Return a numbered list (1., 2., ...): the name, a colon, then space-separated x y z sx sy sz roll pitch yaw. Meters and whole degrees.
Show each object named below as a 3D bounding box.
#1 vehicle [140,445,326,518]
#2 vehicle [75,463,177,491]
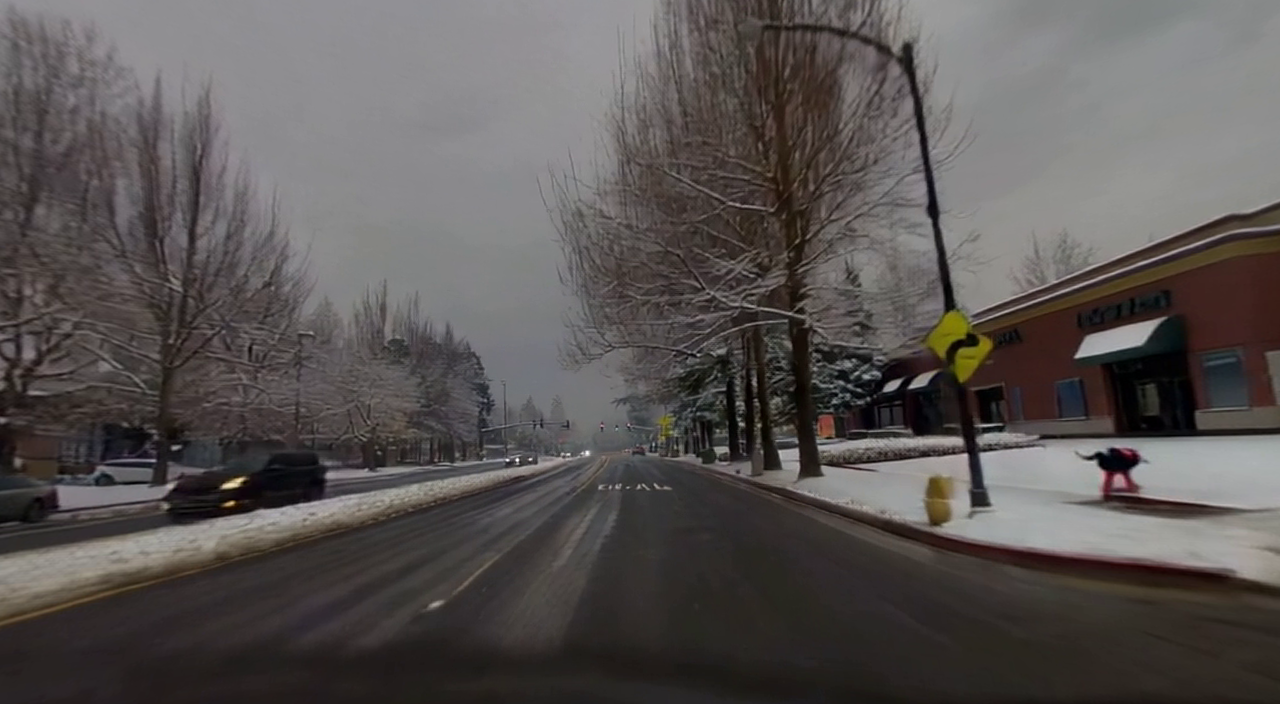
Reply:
1. vehicle: -11.103 3.514 17.672 2.075 1.765 4.684 0 -9 0
2. vehicle: -29.136 7.084 35.678 3.990 1.514 1.892 0 -9 -2
